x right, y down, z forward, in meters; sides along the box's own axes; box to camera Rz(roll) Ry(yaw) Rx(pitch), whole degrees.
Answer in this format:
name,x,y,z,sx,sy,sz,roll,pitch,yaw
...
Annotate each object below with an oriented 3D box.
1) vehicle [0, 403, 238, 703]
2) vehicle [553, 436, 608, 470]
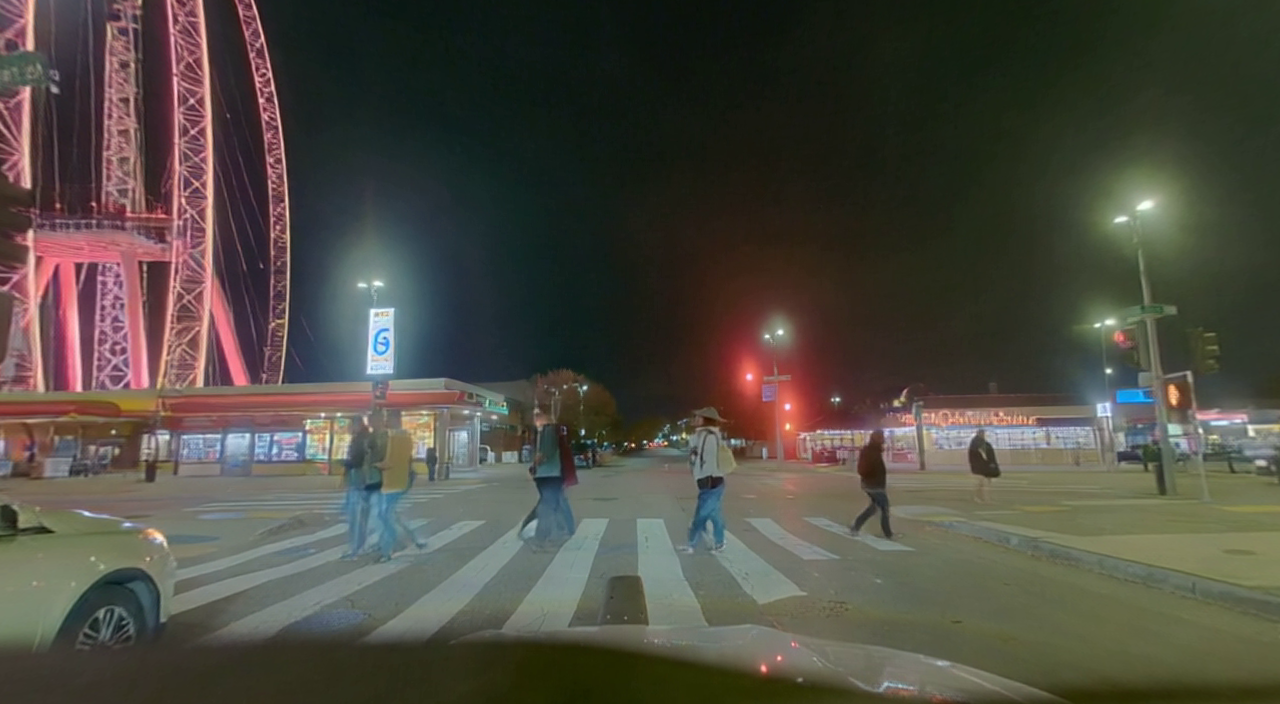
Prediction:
name,x,y,z,sx,sy,sz,roll,pitch,yaw
vehicle,-3.366,0.787,1.188,1.940,1.505,4.676,-1,-9,3
vehicle,-3.914,6.401,40.240,2.549,2.000,5.699,2,-9,-15
